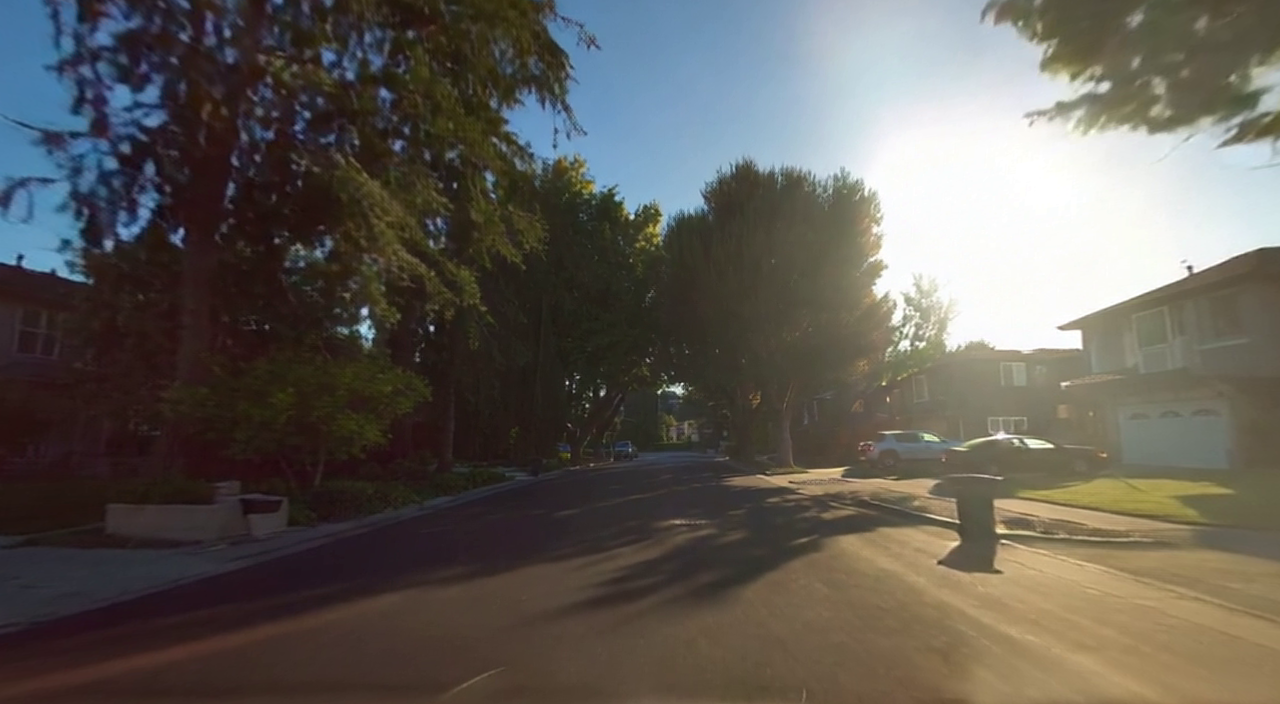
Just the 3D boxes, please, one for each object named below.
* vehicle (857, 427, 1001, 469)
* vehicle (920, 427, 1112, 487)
[{"bbox_3d":[13.421,4.504,29.521,5.637,1.890,2.171,-1,-9,3],"label":"vehicle"},{"bbox_3d":[11.670,3.295,19.839,4.710,1.512,1.894,-4,-9,2],"label":"vehicle"}]
